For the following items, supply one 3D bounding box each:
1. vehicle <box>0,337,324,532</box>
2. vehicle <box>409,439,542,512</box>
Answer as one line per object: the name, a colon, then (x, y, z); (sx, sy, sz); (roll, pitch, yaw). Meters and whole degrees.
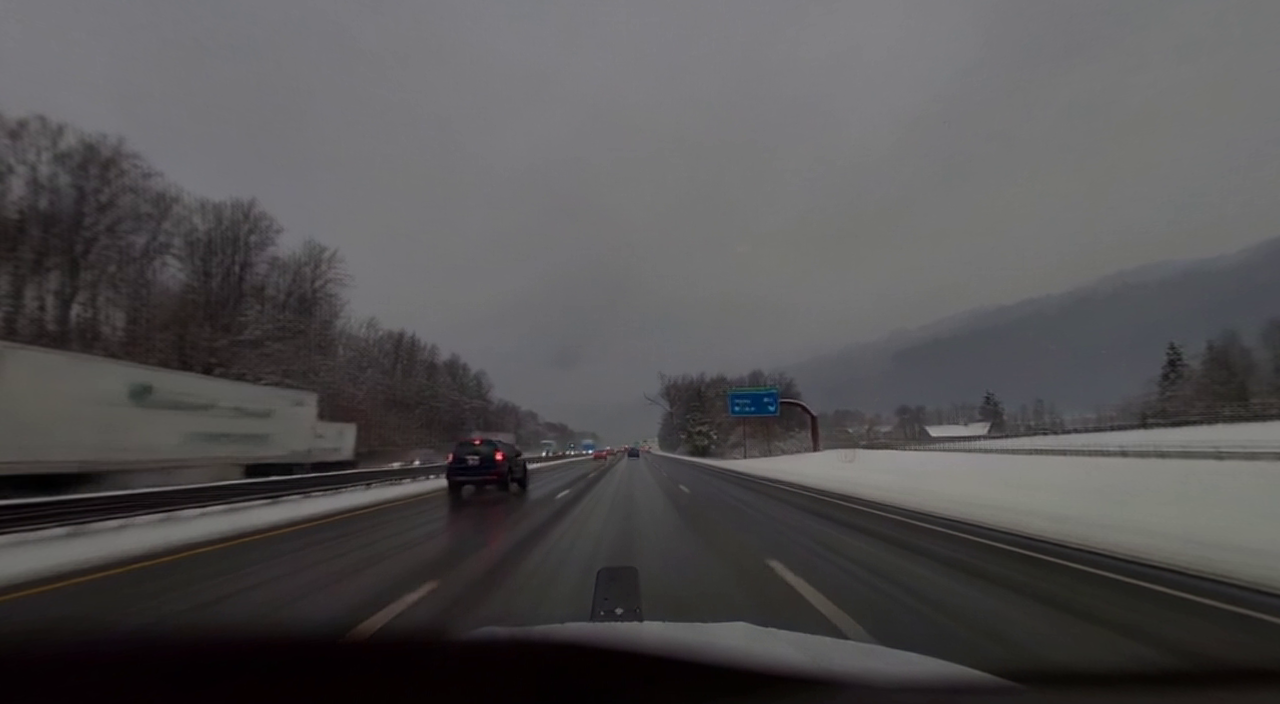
vehicle: (-14.840, 2.488, 17.975); (2.934, 4.021, 16.786); (0, -9, 0)
vehicle: (-3.995, 3.089, 16.207); (2.153, 1.577, 4.707); (0, -9, 0)
